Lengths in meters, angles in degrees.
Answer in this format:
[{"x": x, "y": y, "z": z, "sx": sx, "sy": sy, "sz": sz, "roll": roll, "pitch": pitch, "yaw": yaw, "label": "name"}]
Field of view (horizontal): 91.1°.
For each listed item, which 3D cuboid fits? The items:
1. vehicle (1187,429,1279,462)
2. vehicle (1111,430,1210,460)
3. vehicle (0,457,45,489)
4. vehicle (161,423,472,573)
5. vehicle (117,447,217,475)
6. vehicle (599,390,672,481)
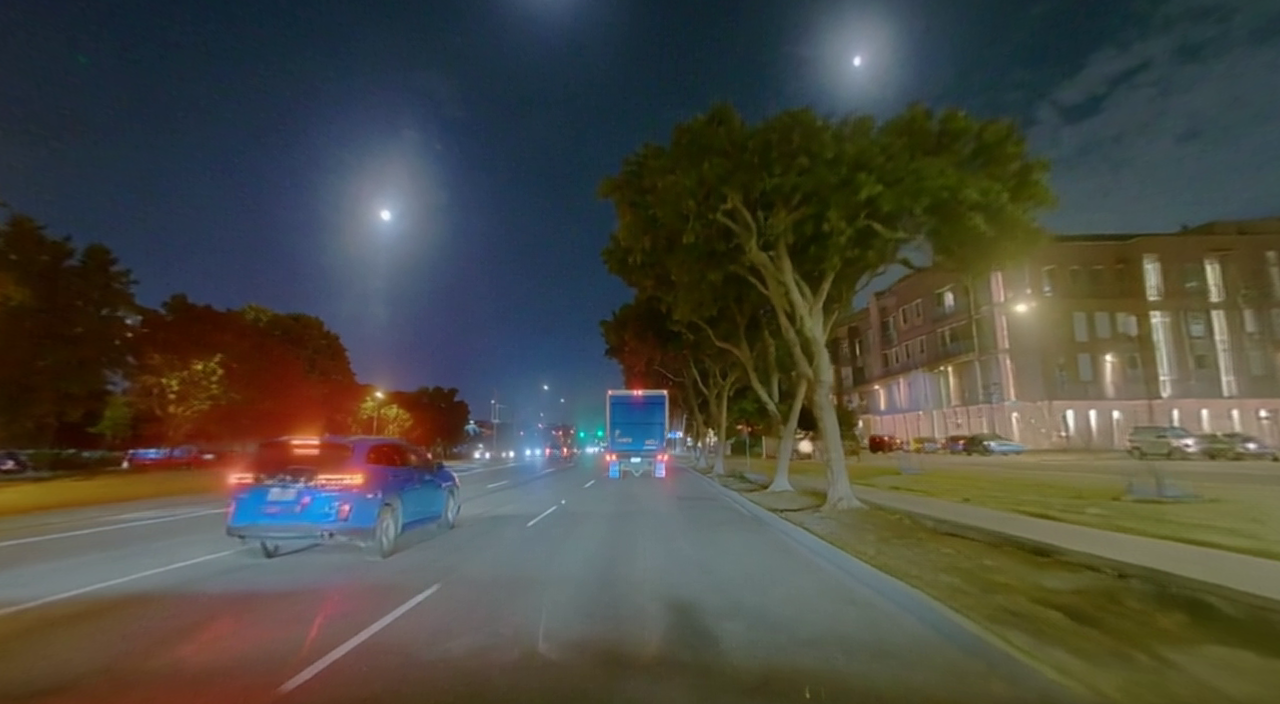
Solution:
[{"x": 27.341, "y": 4.258, "z": 28.591, "sx": 3.341, "sy": 1.387, "sz": 1.619, "roll": -1, "pitch": -8, "yaw": -3, "label": "vehicle"}, {"x": 25.773, "y": 4.631, "z": 31.153, "sx": 3.503, "sy": 1.419, "sz": 1.646, "roll": 1, "pitch": -8, "yaw": -4, "label": "vehicle"}, {"x": -33.391, "y": 6.314, "z": 32.947, "sx": 4.394, "sy": 1.478, "sz": 2.084, "roll": -6, "pitch": -10, "yaw": 34, "label": "vehicle"}, {"x": -4.056, "y": 1.893, "z": 8.960, "sx": 2.078, "sy": 1.597, "sz": 4.355, "roll": 0, "pitch": -9, "yaw": 0, "label": "vehicle"}, {"x": -35.848, "y": 8.248, "z": 47.696, "sx": 5.845, "sy": 1.983, "sz": 2.215, "roll": -1, "pitch": -8, "yaw": 2, "label": "vehicle"}, {"x": -0.112, "y": 4.001, "z": 29.664, "sx": 2.905, "sy": 3.644, "sz": 8.807, "roll": 0, "pitch": -9, "yaw": 1, "label": "vehicle"}]
